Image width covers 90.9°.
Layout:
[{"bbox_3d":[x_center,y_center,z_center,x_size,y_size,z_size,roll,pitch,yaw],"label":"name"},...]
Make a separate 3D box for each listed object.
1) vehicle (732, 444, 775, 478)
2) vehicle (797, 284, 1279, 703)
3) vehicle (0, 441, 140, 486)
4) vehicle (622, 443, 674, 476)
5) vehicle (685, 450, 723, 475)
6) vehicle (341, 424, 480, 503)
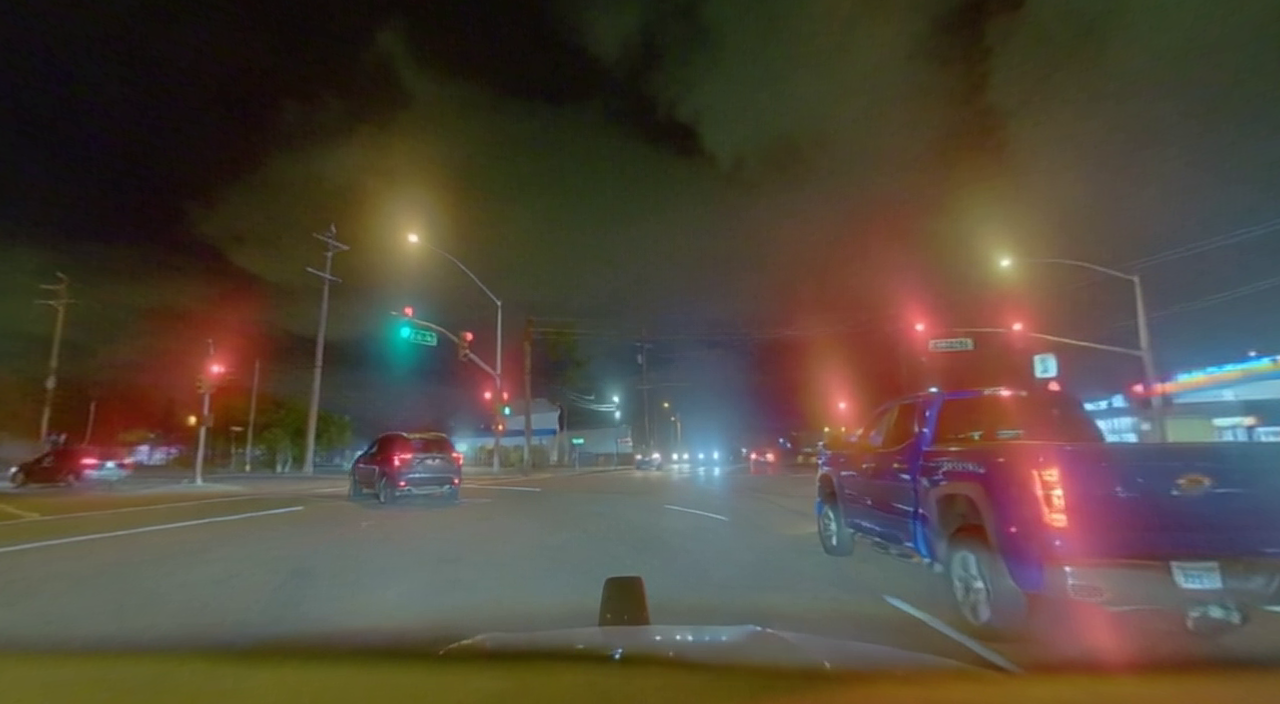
[{"bbox_3d":[6.378,5.975,34.931,2.089,1.737,4.720,-2,-9,13],"label":"vehicle"},{"bbox_3d":[3.048,1.029,4.844,2.036,1.818,5.192,0,-8,-4],"label":"vehicle"},{"bbox_3d":[-23.555,4.573,26.079,4.498,1.725,1.921,-2,-9,12],"label":"vehicle"},{"bbox_3d":[0.578,6.693,39.631,2.303,1.895,5.301,-2,-9,11],"label":"vehicle"},{"bbox_3d":[4.109,6.974,39.963,1.856,1.448,4.455,-2,-9,12],"label":"vehicle"},{"bbox_3d":[-6.460,2.994,17.369,2.141,1.842,4.889,6,-11,-37],"label":"vehicle"}]
